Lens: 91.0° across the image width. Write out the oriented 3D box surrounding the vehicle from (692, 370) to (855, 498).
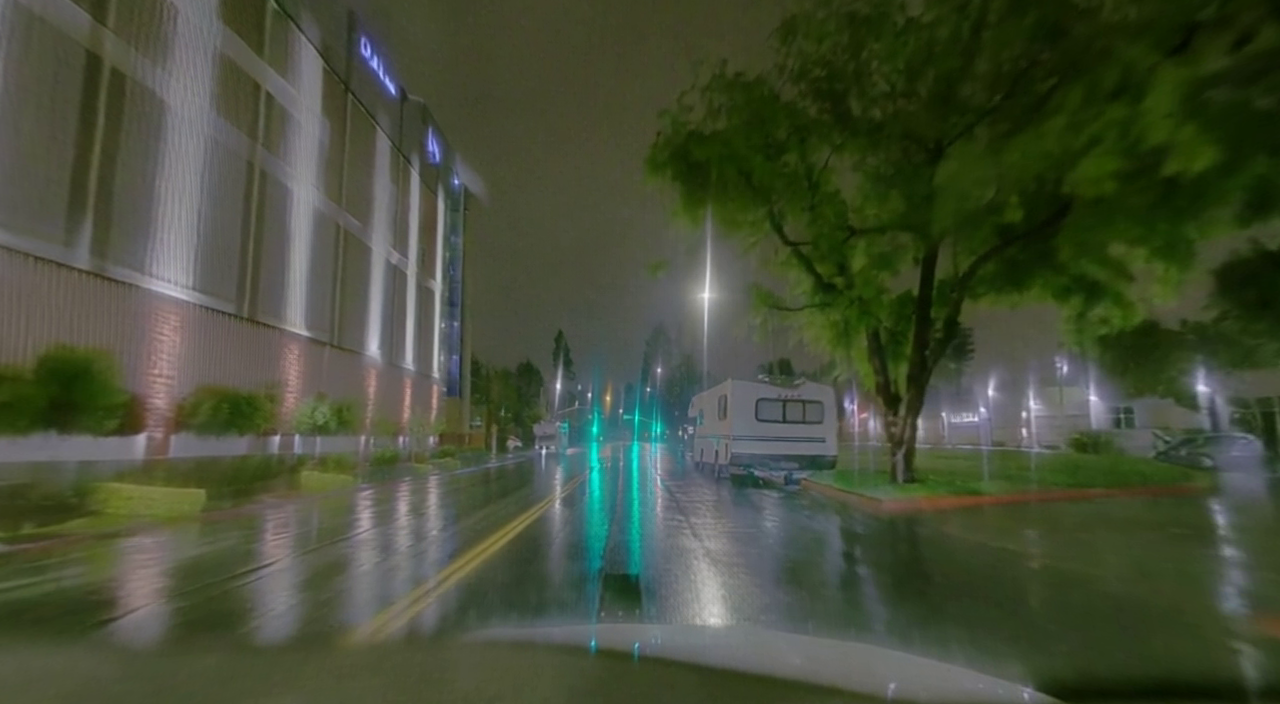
[{"bbox_3d":[3.675,2.559,20.023,3.074,3.099,8.805,1,-7,-1],"label":"vehicle"}]
